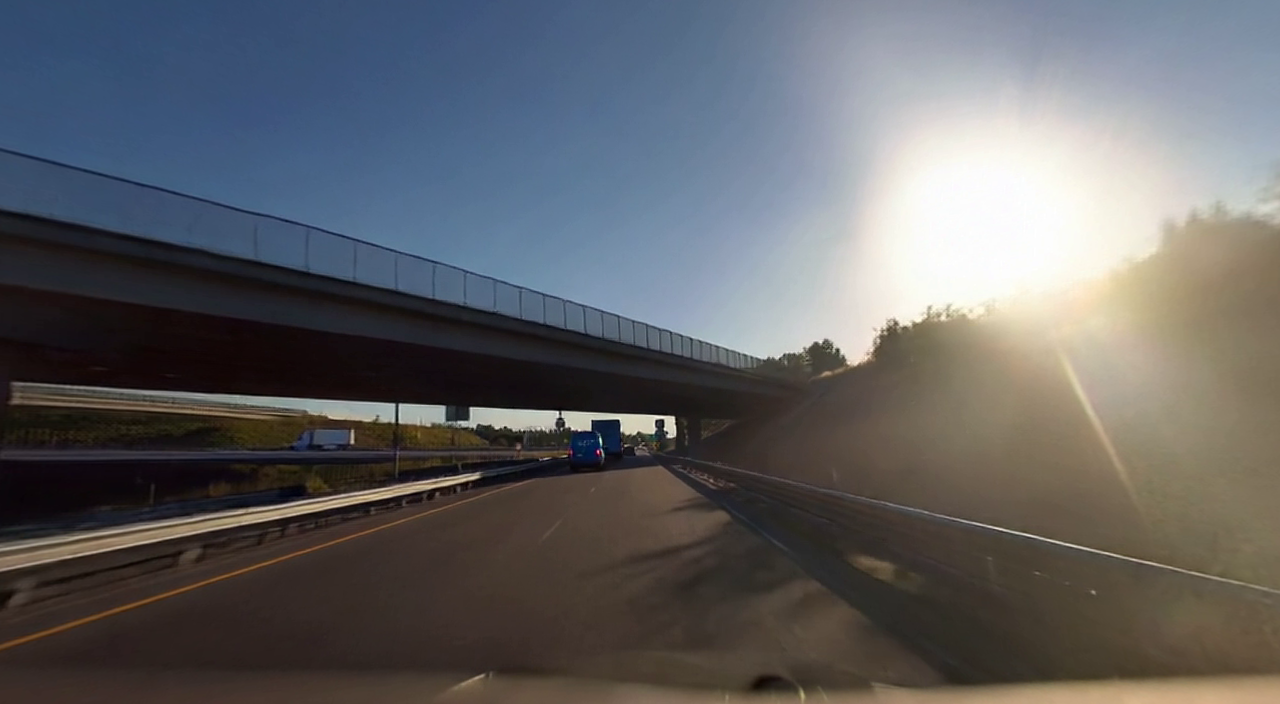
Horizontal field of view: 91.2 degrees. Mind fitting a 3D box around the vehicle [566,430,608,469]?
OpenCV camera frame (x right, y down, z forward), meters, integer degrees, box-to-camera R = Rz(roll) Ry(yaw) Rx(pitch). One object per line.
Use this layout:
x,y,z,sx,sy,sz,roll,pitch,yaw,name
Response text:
-3.760,7.108,45.735,2.463,2.640,7.034,0,-9,0,vehicle
